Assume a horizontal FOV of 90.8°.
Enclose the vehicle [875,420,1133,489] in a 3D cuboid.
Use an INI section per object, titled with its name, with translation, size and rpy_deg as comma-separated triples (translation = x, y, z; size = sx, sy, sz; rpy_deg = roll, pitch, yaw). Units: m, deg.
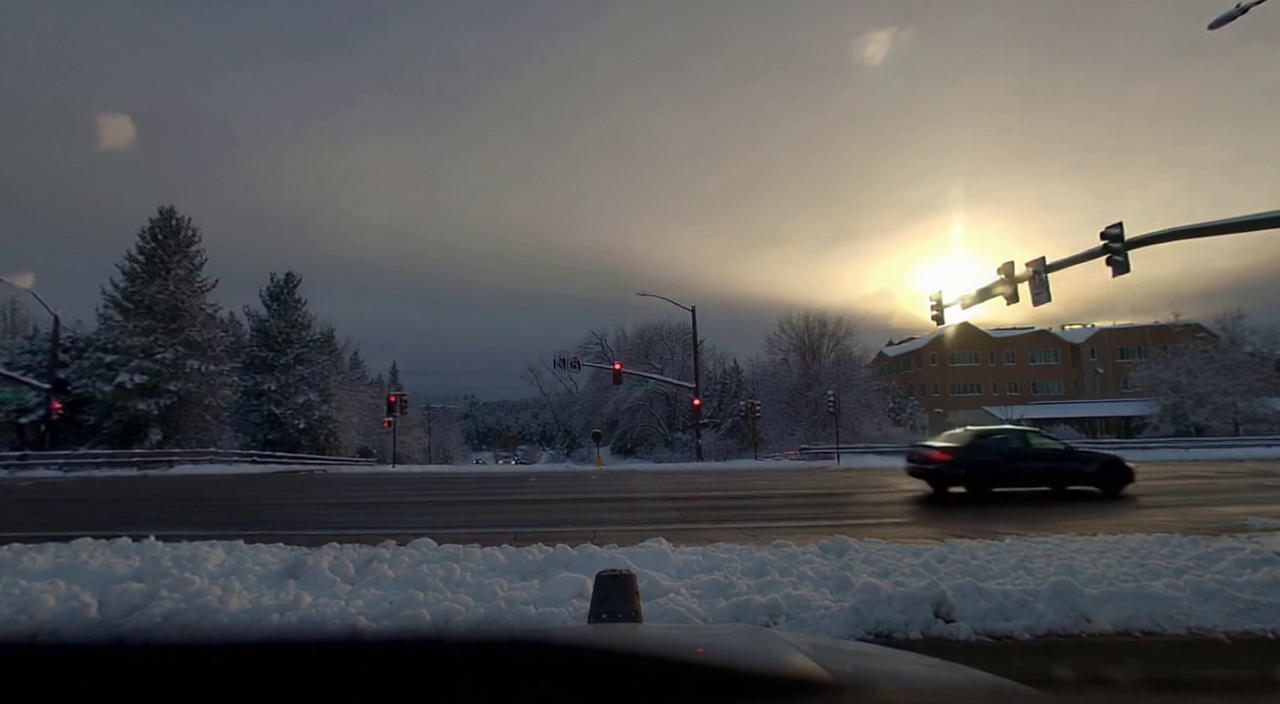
[vehicle]
translation = 8.142, 2.326, 14.449
size = 4.736, 1.445, 1.933
rpy_deg = 0, -8, -3
